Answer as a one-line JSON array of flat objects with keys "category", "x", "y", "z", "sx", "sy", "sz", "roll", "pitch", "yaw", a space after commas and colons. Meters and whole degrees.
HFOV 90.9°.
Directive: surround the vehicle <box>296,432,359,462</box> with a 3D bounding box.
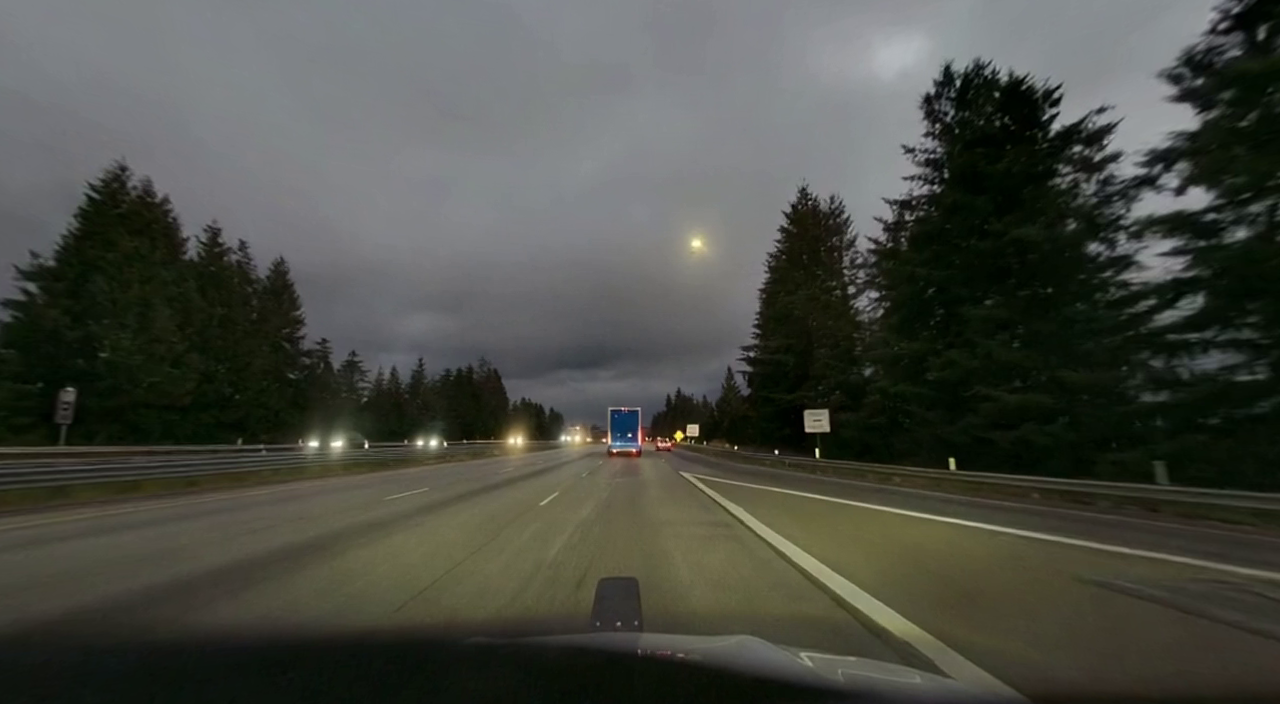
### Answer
[{"category": "vehicle", "x": -19.913, "y": 6.046, "z": 40.371, "sx": 2.157, "sy": 1.776, "sz": 4.374, "roll": 0, "pitch": -7, "yaw": -6}]
